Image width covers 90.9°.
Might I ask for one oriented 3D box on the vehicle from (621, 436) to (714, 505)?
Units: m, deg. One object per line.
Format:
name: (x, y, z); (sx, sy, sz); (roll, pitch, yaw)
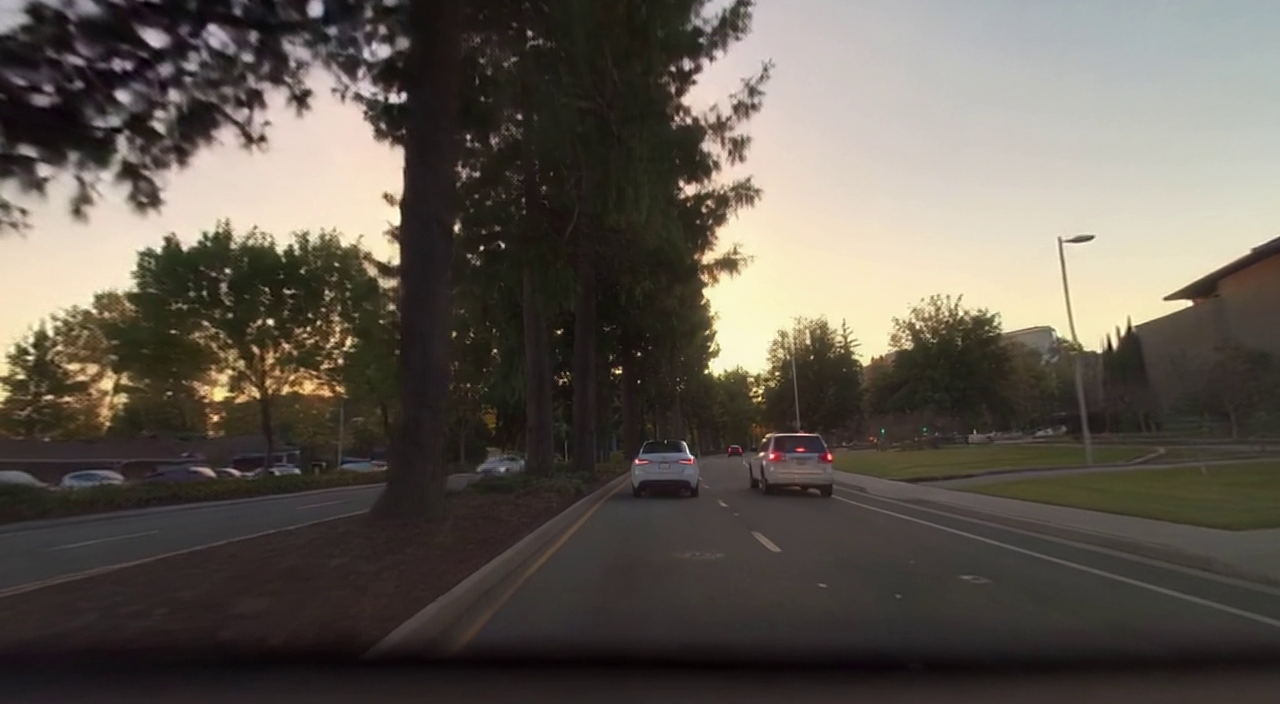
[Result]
vehicle: (0.715, 3.085, 16.859); (2.154, 1.585, 3.997); (-1, -8, 2)

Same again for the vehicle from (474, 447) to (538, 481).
vehicle: (-6.547, 5.550, 31.290); (1.773, 1.449, 4.322); (-6, -10, 6)

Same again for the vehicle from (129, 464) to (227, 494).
vehicle: (-27.150, 7.472, 37.144); (4.434, 1.582, 1.946); (-2, -8, 8)

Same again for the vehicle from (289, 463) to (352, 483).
vehicle: (-25.162, 9.511, 49.686); (4.011, 1.473, 1.913); (-2, -8, 11)

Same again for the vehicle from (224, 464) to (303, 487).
vehicle: (-26.563, 8.708, 44.586); (4.366, 1.486, 2.072); (-1, -8, 6)

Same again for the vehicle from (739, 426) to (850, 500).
vehicle: (4.268, 3.148, 18.393); (1.953, 1.818, 5.299); (-1, -8, 1)
